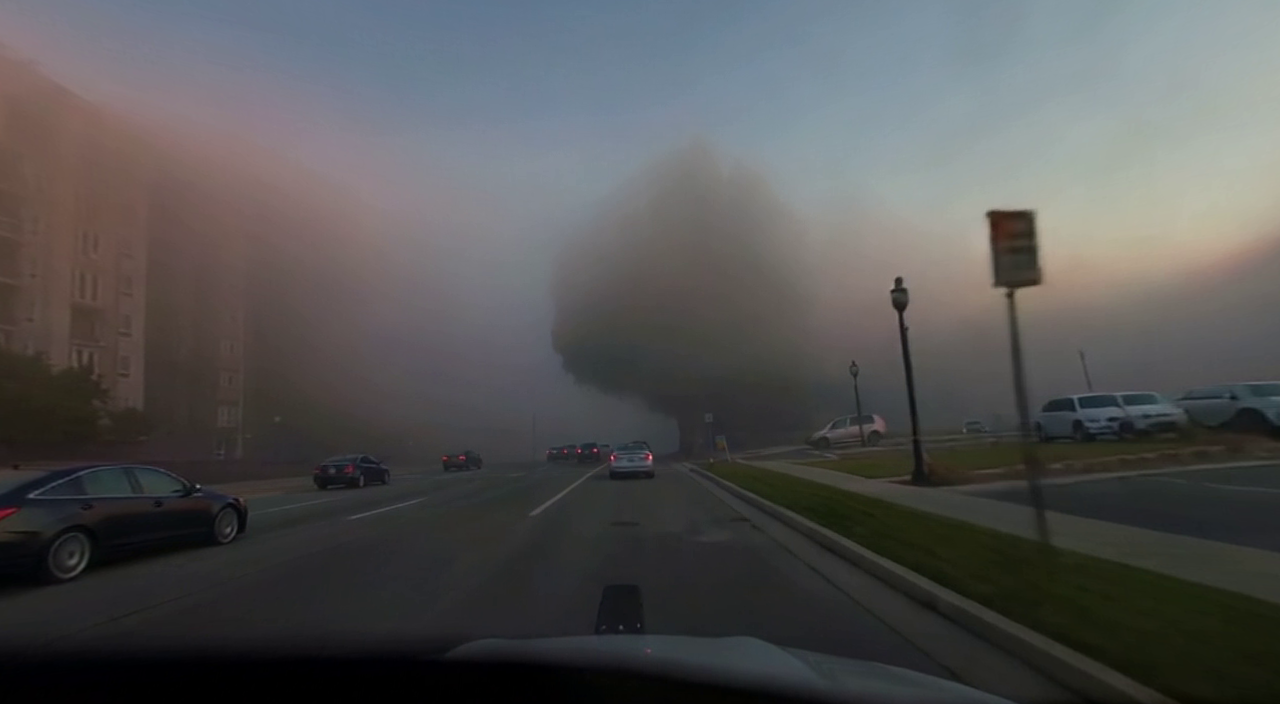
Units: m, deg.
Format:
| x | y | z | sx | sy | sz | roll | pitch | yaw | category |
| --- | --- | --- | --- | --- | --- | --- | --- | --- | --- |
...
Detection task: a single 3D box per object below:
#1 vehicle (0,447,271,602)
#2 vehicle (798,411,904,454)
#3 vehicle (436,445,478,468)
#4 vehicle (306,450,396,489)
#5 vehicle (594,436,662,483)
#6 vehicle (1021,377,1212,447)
| x | y | z | sx | sy | sz | roll | pitch | yaw | category |
| --- | --- | --- | --- | --- | --- | --- | --- | --- | --- |
| -7.045 | 1.951 | 8.057 | 1.906 | 1.449 | 4.576 | 0 | -8 | 0 | vehicle |
| 12.697 | 4.853 | 38.310 | 5.253 | 2.014 | 2.666 | -5 | -6 | -4 | vehicle |
| -14.272 | 8.182 | 49.527 | 2.064 | 1.686 | 4.380 | 0 | -8 | -1 | vehicle |
| -12.270 | 4.979 | 27.210 | 2.024 | 1.484 | 4.592 | 1 | -9 | -5 | vehicle |
| -0.401 | 3.687 | 21.963 | 2.099 | 1.469 | 4.389 | 0 | -8 | -1 | vehicle |
| 15.844 | 2.184 | 21.535 | 2.395 | 2.028 | 5.135 | 0 | -9 | -1 | vehicle |
